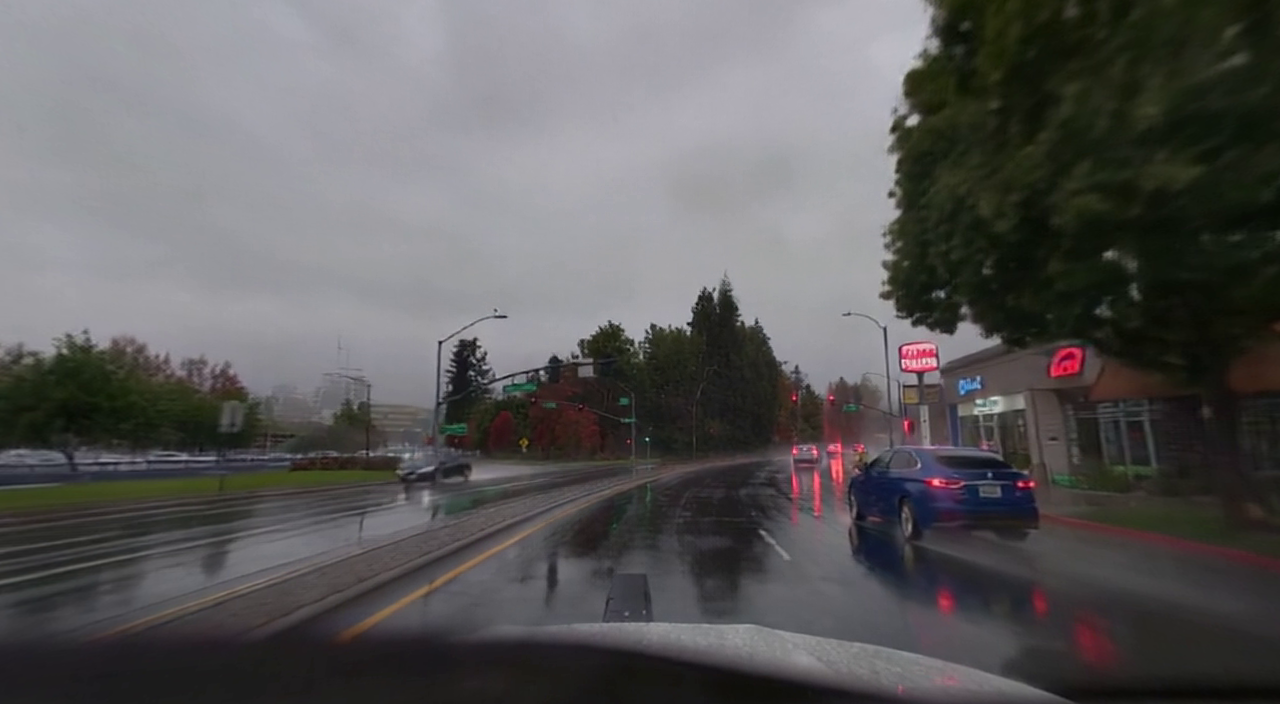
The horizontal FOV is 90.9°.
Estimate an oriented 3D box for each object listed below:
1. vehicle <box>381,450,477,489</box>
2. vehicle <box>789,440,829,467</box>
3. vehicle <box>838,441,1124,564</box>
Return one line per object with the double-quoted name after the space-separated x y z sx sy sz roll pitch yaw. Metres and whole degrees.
-9.003 5.040 27.398 2.022 1.498 4.400 -2 -9 11 "vehicle"
11.532 6.840 42.739 2.311 1.715 4.287 -3 -9 18 "vehicle"
4.859 2.171 9.939 1.938 1.466 4.434 0 -9 -2 "vehicle"
